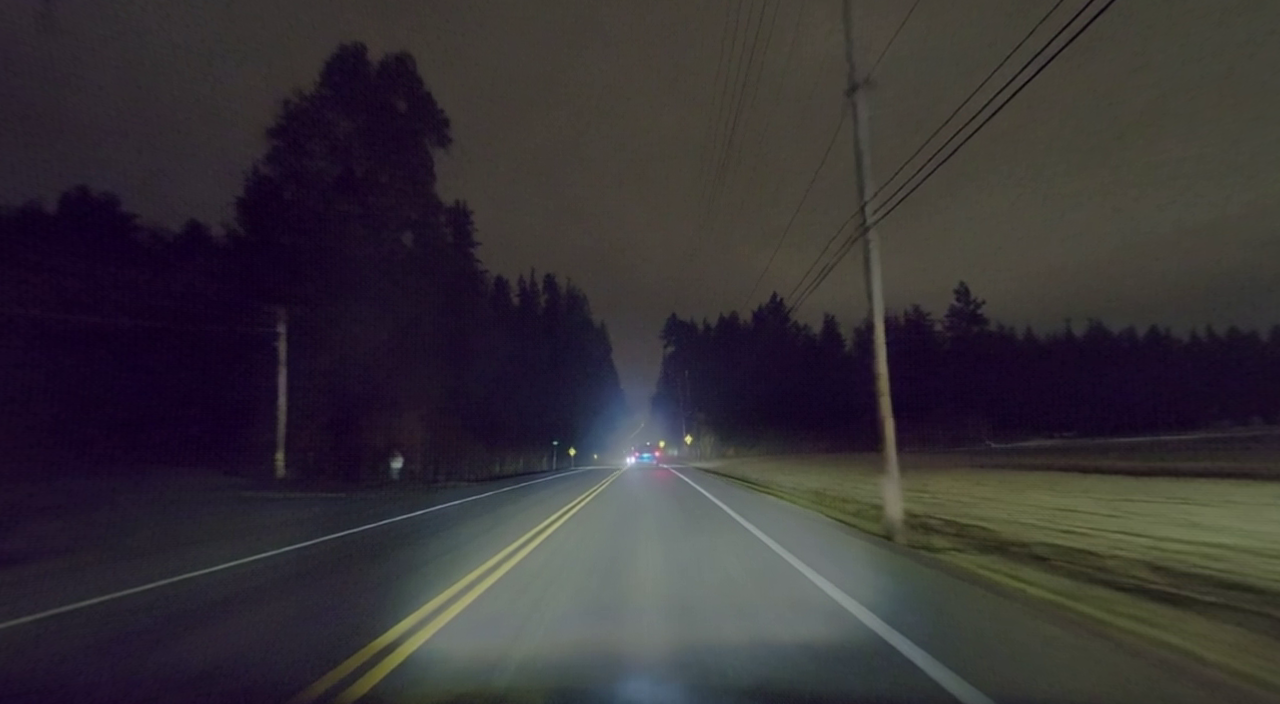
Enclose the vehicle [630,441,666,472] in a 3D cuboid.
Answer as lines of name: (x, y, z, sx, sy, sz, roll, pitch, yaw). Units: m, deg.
vehicle: (0.527, 7.545, 45.741, 2.468, 2.056, 4.422, 0, -9, 0)
